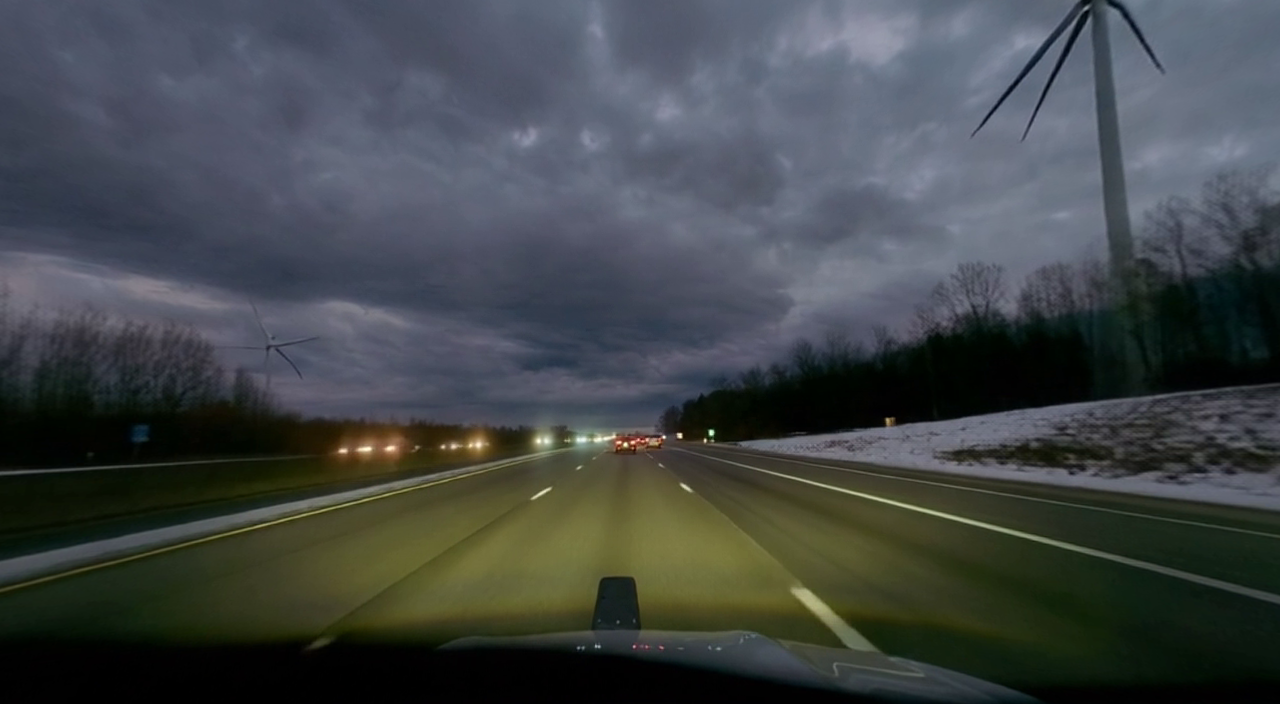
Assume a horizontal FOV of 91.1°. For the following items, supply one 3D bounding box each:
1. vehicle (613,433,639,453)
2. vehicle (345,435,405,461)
[{"bbox_3d":[-1.082,7.054,48.805,1.892,1.496,3.575,0,-8,-2],"label":"vehicle"},{"bbox_3d":[-16.810,6.075,40.113,1.900,1.576,4.554,0,-8,-1],"label":"vehicle"}]
